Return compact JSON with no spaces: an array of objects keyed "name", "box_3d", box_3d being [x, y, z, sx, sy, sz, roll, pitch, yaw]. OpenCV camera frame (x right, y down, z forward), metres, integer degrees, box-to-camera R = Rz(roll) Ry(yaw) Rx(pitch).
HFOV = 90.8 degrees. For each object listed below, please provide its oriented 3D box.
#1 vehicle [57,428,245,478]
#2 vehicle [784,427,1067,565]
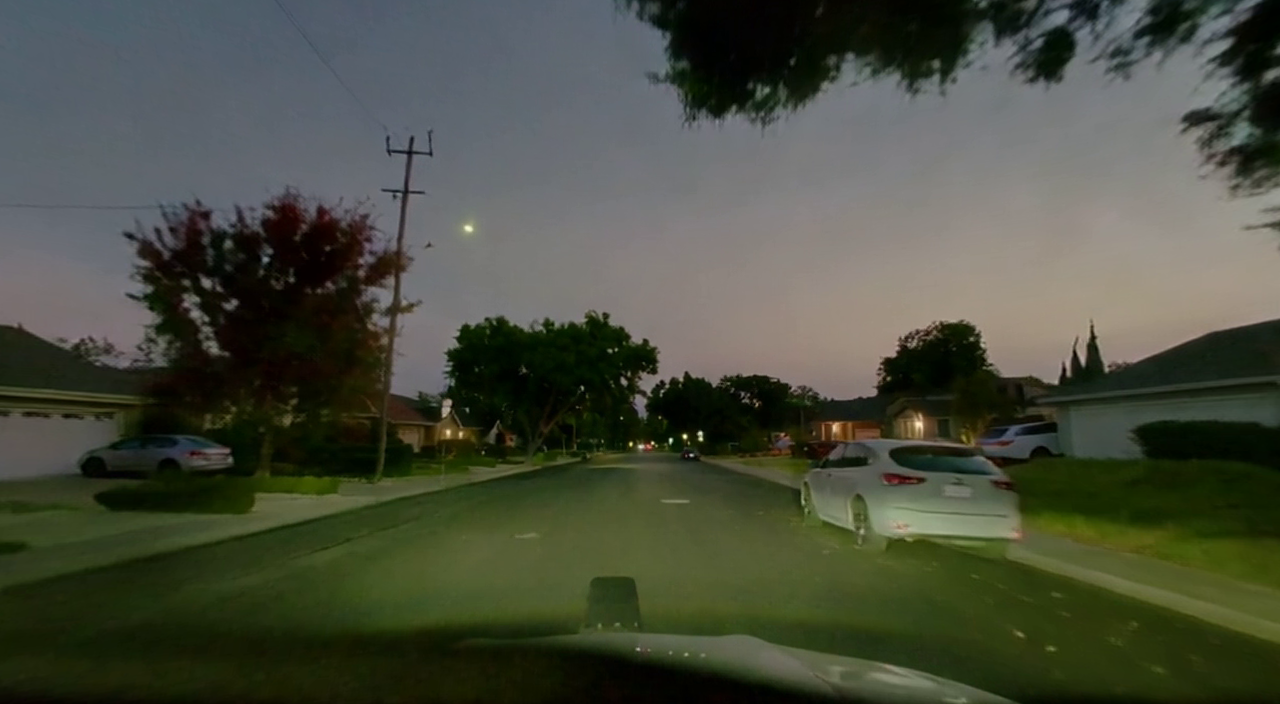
[{"name":"vehicle","box_3d":[-16.609,3.468,21.721,4.607,1.573,2.058,1,-9,-4]},{"name":"vehicle","box_3d":[3.893,2.050,9.846,2.136,1.596,4.790,0,-8,-1]}]
